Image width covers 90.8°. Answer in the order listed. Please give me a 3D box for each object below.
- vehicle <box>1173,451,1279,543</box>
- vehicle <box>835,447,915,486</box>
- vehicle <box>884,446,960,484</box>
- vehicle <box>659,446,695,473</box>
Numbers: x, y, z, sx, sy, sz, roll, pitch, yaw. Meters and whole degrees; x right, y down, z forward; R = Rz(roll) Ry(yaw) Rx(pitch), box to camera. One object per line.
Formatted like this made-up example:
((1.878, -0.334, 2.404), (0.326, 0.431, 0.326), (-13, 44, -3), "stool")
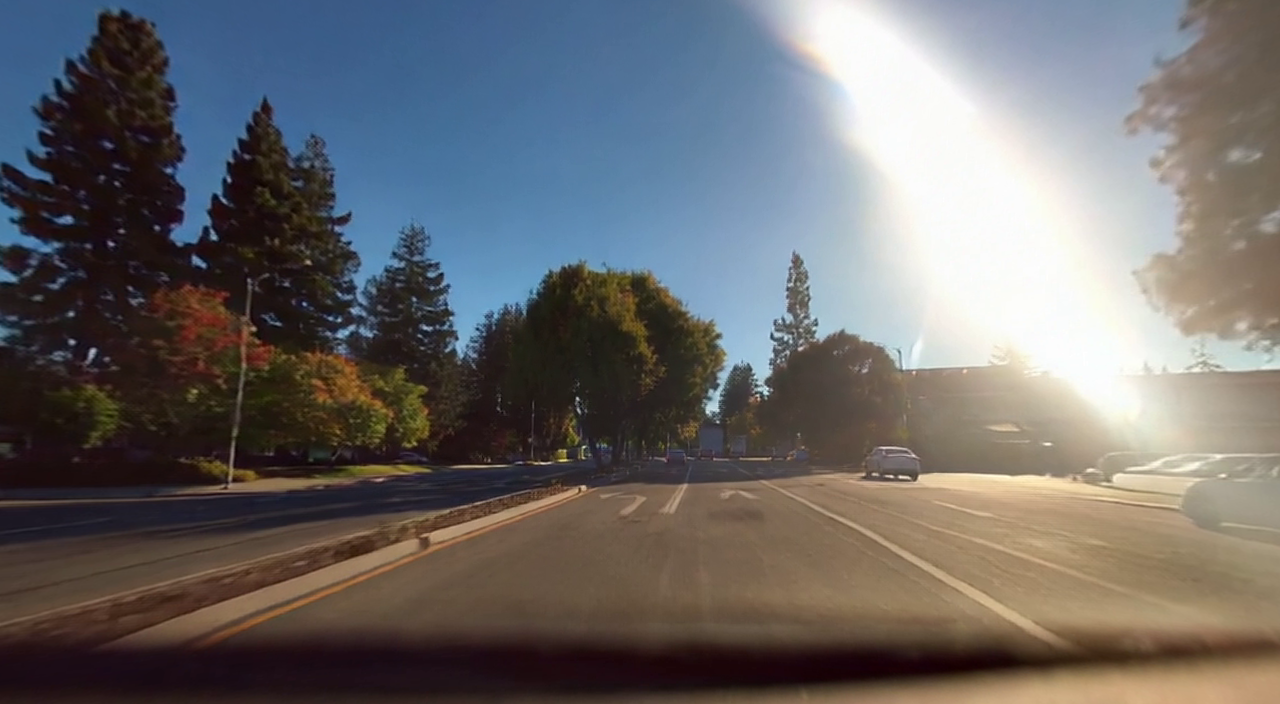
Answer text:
((11.606, 2.403, 10.361), (1.888, 1.508, 4.646), (-1, -9, 4), "vehicle")
((9.624, 4.695, 26.242), (2.020, 1.472, 3.958), (-1, -9, 4), "vehicle")
((13.611, 5.446, 30.756), (1.945, 1.687, 4.292), (-1, -8, 4), "vehicle")
((2.224, 6.430, 38.043), (2.077, 1.477, 3.897), (0, -8, 3), "vehicle")
